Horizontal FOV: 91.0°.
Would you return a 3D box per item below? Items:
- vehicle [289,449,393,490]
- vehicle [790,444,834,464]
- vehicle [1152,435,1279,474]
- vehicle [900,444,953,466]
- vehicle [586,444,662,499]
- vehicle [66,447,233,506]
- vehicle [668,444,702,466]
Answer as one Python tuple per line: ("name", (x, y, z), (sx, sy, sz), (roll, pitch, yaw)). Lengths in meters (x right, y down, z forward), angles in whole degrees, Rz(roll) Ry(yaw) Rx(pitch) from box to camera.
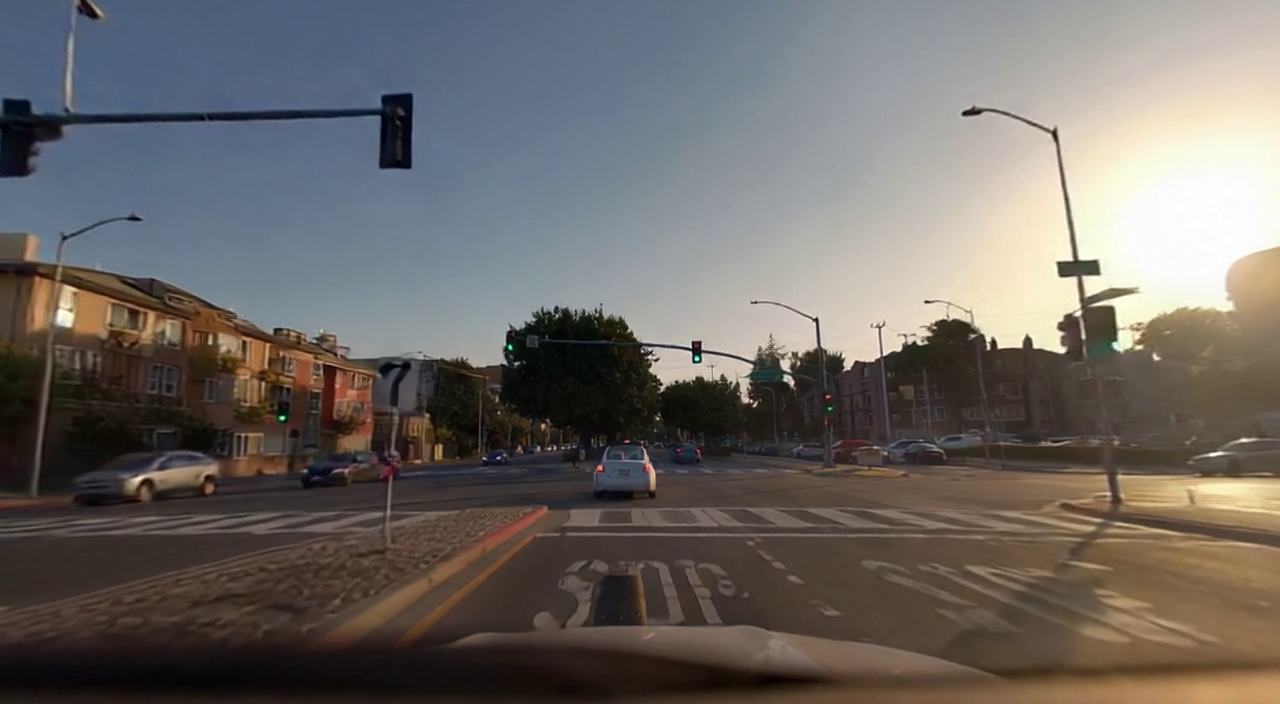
("vehicle", (-12.050, 4.734, 25.767), (1.963, 1.504, 4.640), (0, -9, 0))
("vehicle", (12.756, 7.552, 46.840), (1.849, 1.429, 4.335), (0, -9, -3))
("vehicle", (25.943, 4.525, 27.802), (4.665, 1.612, 1.937), (-1, -9, 8))
("vehicle", (19.852, 7.090, 43.490), (1.932, 1.430, 4.203), (-8, -12, 43))
("vehicle", (-0.450, 3.512, 18.870), (2.010, 1.447, 4.121), (0, -9, -1))
("vehicle", (-15.743, 3.967, 20.594), (1.922, 1.717, 4.366), (0, -9, 0))
("vehicle", (3.211, 7.432, 45.664), (2.023, 1.506, 3.816), (0, -9, -2))
